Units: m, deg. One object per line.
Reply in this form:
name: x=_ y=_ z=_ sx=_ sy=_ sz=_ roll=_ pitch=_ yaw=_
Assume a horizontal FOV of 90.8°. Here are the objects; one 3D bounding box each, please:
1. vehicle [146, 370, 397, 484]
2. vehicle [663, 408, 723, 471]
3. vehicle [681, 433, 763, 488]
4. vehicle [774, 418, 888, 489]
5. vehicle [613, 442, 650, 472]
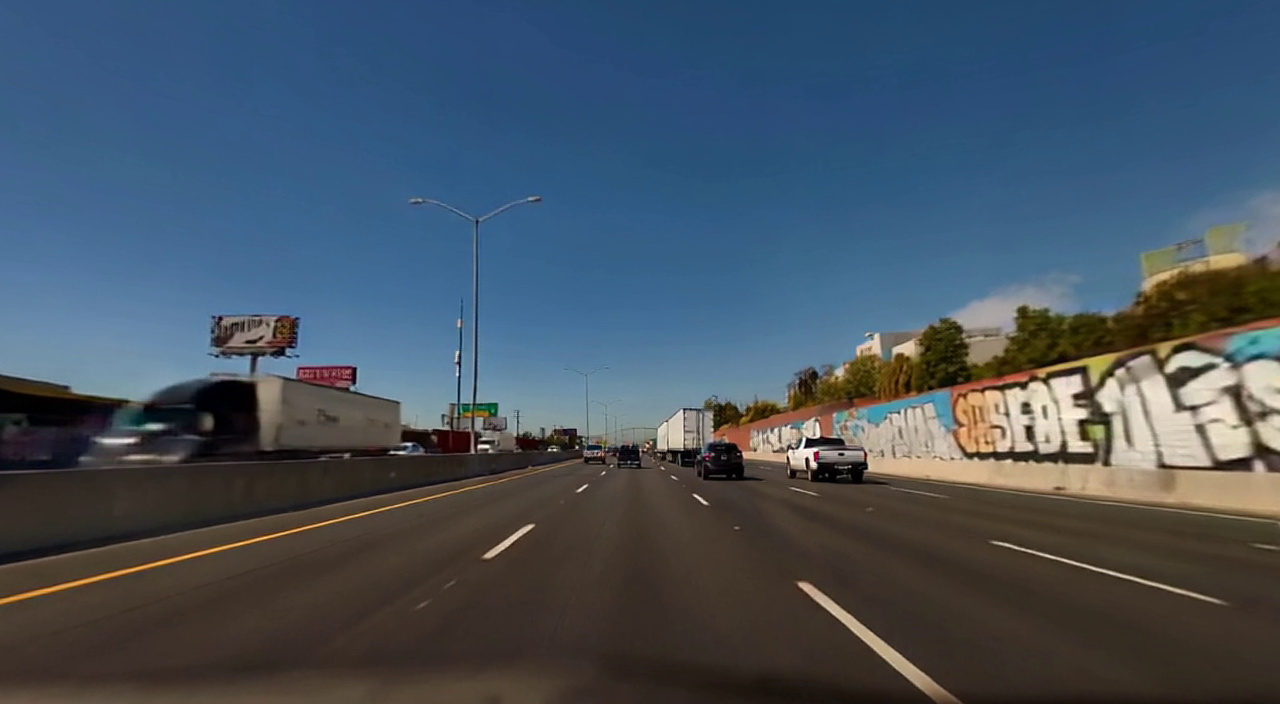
vehicle: x=-14.064 y=3.303 z=26.257 sx=3.011 sy=3.586 sz=12.393 roll=0 pitch=-9 yaw=0
vehicle: x=3.422 y=6.141 z=43.805 sx=2.976 sy=3.806 sz=10.591 roll=0 pitch=-9 yaw=-2
vehicle: x=2.967 y=4.111 z=24.228 sx=2.249 sy=1.843 sz=5.176 roll=0 pitch=-9 yaw=-2
vehicle: x=7.147 y=3.928 z=24.629 sx=2.322 sy=2.360 sz=6.433 roll=0 pitch=-9 yaw=-1
vehicle: x=-0.510 y=6.144 z=37.112 sx=2.073 sy=1.640 sz=3.990 roll=0 pitch=-9 yaw=-1
